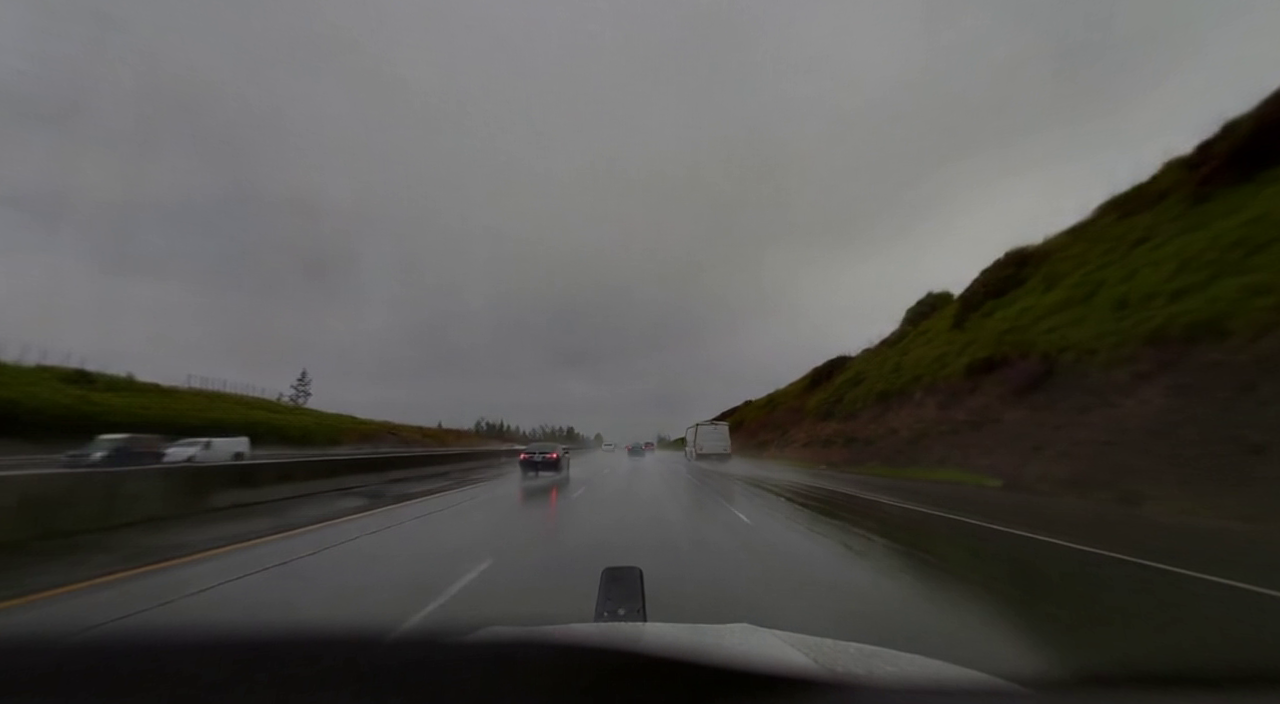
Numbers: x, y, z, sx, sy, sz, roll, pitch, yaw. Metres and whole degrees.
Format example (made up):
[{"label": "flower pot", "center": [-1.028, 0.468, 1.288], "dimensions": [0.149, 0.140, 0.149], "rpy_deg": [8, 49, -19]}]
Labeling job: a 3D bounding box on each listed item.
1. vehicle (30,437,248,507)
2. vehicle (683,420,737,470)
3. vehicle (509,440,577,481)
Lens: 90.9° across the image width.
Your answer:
[{"label": "vehicle", "center": [-11.386, 2.739, 14.752], "dimensions": [1.937, 1.378, 3.865], "rpy_deg": [0, -9, -1]}, {"label": "vehicle", "center": [3.936, 5.407, 36.373], "dimensions": [2.361, 2.636, 5.684], "rpy_deg": [0, -9, -1]}, {"label": "vehicle", "center": [-3.856, 4.435, 25.905], "dimensions": [2.054, 1.529, 4.368], "rpy_deg": [-1, -9, 1]}]
